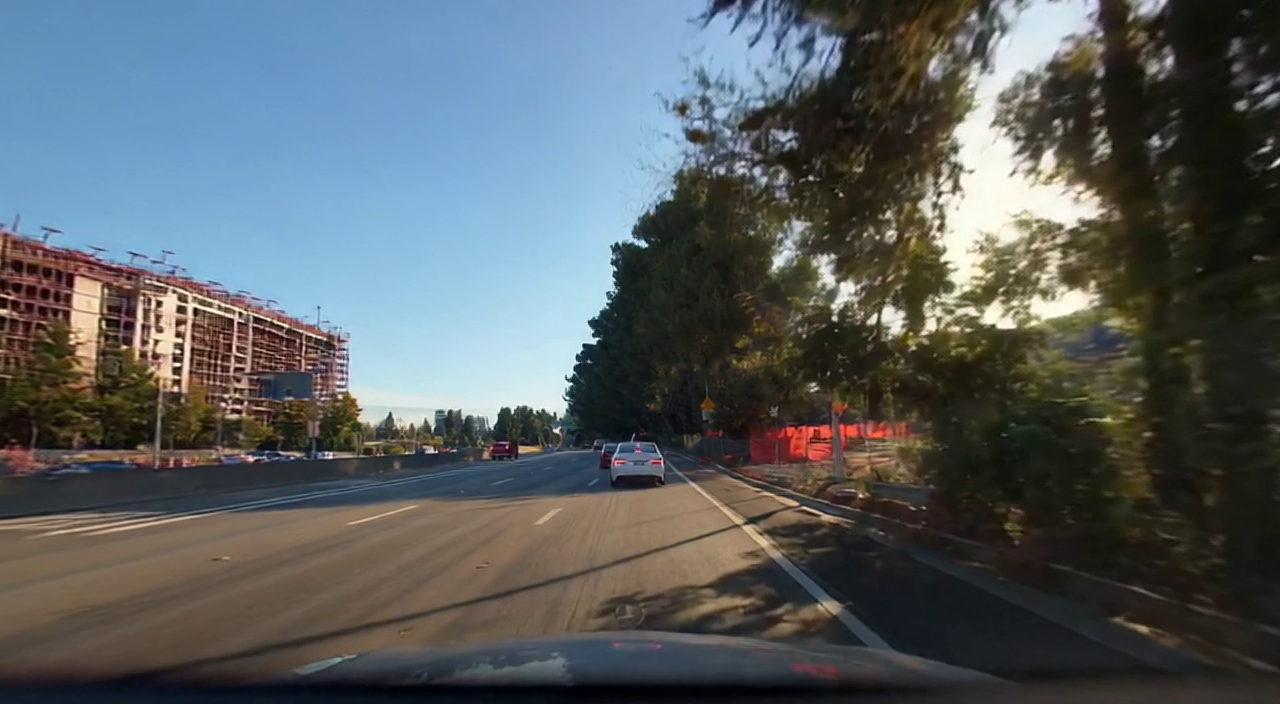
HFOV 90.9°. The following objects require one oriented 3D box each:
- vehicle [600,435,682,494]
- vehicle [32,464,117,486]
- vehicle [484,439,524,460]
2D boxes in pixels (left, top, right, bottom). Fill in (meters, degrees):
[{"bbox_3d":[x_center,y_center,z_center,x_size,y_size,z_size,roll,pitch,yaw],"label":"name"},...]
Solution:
[{"bbox_3d":[0.024,3.220,18.377,2.112,1.482,4.076,0,-9,0],"label":"vehicle"},{"bbox_3d":[-39.677,8.627,44.301,4.111,1.412,1.777,0,-9,-3],"label":"vehicle"},{"bbox_3d":[-10.136,7.209,46.780,2.072,1.465,4.394,3,-9,-22],"label":"vehicle"}]
